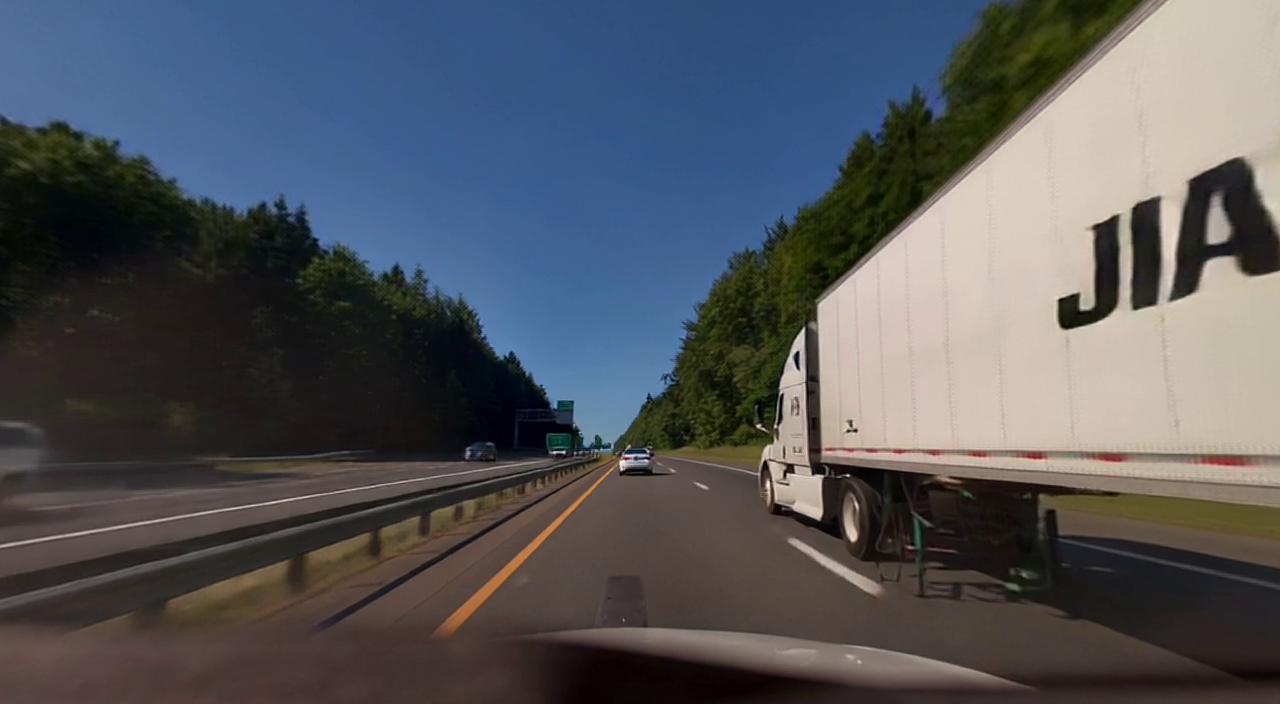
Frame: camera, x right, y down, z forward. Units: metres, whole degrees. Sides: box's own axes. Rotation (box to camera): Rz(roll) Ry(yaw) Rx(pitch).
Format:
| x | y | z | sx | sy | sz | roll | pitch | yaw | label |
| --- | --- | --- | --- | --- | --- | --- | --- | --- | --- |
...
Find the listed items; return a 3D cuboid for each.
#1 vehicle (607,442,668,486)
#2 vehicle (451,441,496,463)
| x | y | z | sx | sy | sz | roll | pitch | yaw | label |
| --- | --- | --- | --- | --- | --- | --- | --- | --- | --- |
| -0.122 | 4.242 | 24.178 | 2.114 | 1.523 | 4.012 | 0 | -9 | -1 | vehicle |
| -13.069 | 7.866 | 49.731 | 2.255 | 1.646 | 4.543 | 0 | -9 | 0 | vehicle |
